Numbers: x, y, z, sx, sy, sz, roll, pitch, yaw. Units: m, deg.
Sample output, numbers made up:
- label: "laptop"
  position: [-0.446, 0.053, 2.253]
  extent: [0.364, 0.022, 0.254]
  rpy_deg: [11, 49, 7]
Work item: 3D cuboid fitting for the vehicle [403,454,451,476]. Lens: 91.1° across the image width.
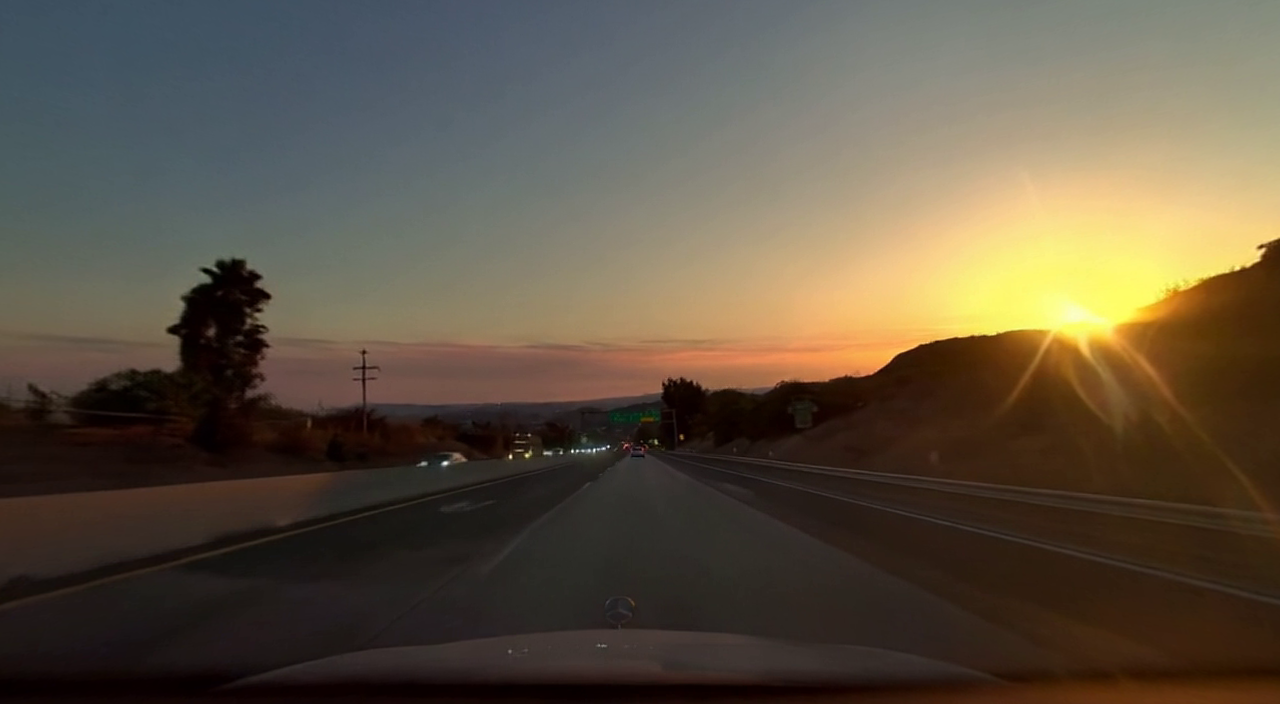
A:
- label: "vehicle"
  position: [-16.027, 8.529, 47.657]
  extent: [1.952, 1.496, 4.769]
  rpy_deg: [0, -9, 0]
